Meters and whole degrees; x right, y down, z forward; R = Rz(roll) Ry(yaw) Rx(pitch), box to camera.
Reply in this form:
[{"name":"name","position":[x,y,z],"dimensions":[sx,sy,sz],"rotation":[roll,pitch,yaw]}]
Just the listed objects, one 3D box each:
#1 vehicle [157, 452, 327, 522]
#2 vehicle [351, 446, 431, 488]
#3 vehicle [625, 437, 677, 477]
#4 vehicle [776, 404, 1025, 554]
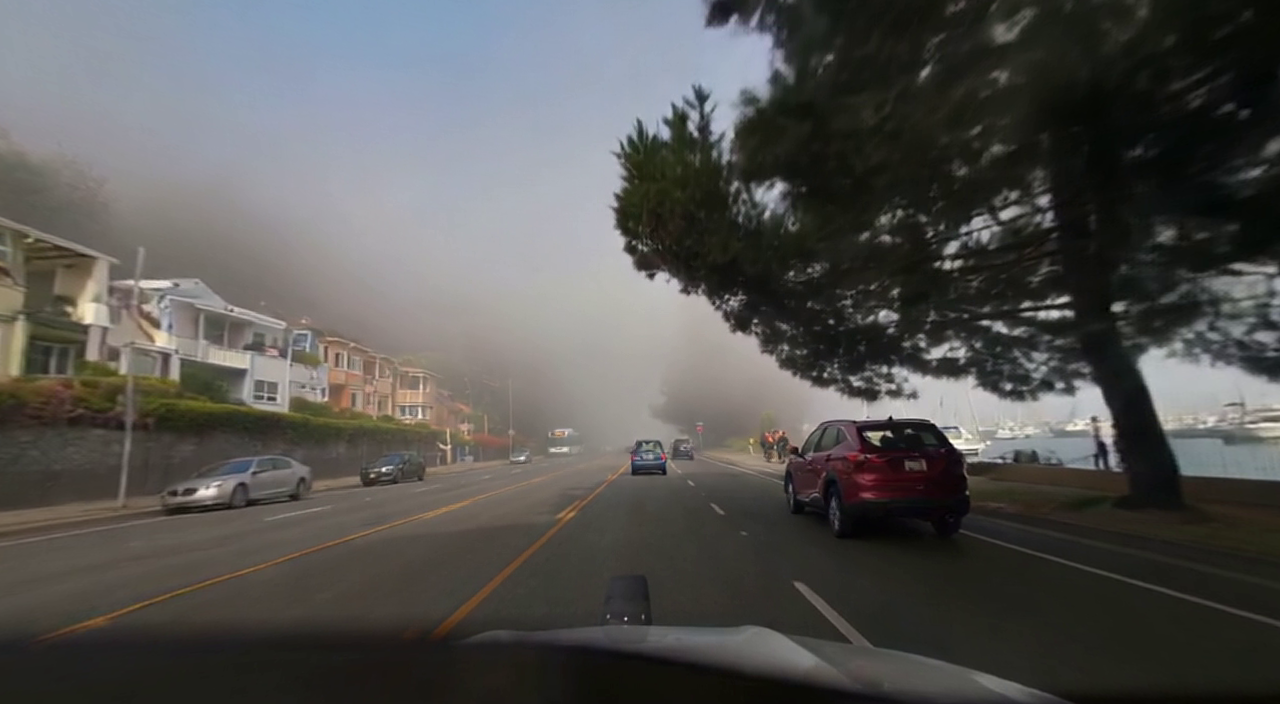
[{"name":"vehicle","position":[-10.340,3.485,16.810],"dimensions":[2.025,1.465,3.959],"rotation":[-2,-8,-1]},{"name":"vehicle","position":[-10.259,4.733,26.324],"dimensions":[1.701,1.528,3.881],"rotation":[-1,-7,1]},{"name":"vehicle","position":[0.436,4.612,27.895],"dimensions":[2.132,1.632,3.838],"rotation":[0,-8,0]},{"name":"vehicle","position":[3.649,1.869,9.923],"dimensions":[2.000,1.809,4.405],"rotation":[0,-8,0]}]
